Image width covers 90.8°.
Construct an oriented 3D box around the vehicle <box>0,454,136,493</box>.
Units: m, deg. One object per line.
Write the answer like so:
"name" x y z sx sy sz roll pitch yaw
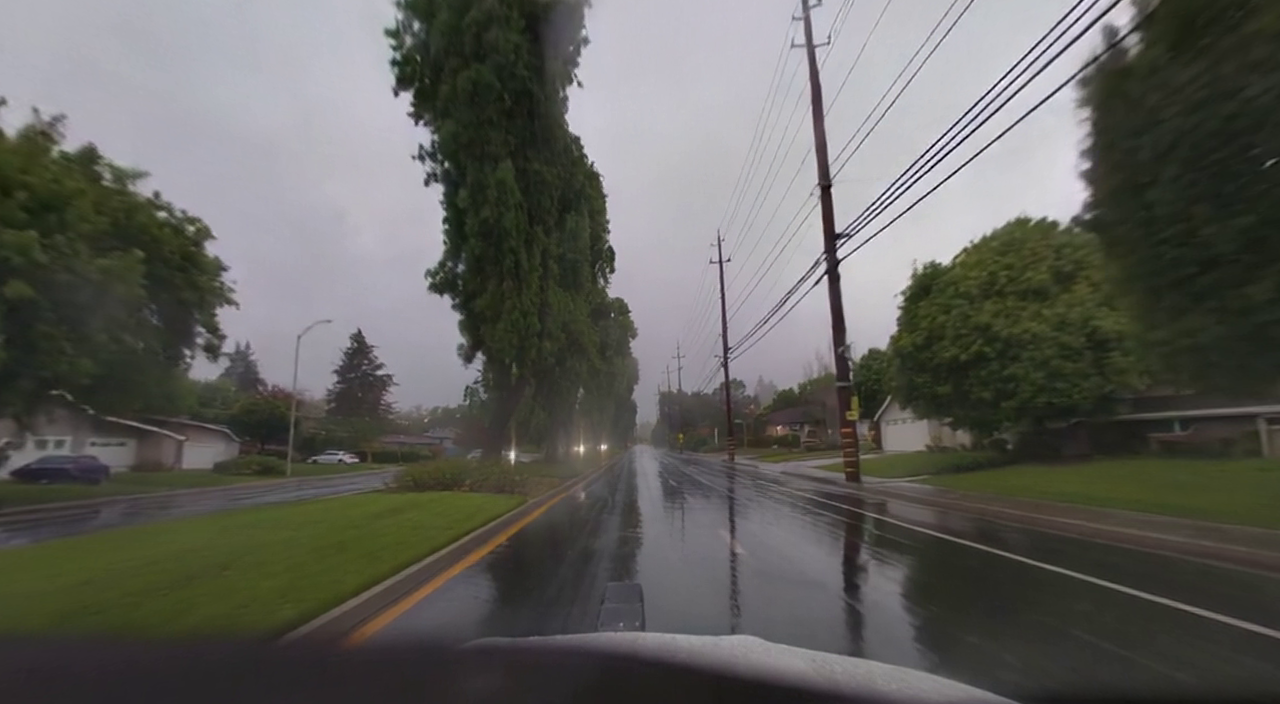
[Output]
"vehicle" -26.978 5.674 29.703 4.929 1.667 1.930 0 -8 2
